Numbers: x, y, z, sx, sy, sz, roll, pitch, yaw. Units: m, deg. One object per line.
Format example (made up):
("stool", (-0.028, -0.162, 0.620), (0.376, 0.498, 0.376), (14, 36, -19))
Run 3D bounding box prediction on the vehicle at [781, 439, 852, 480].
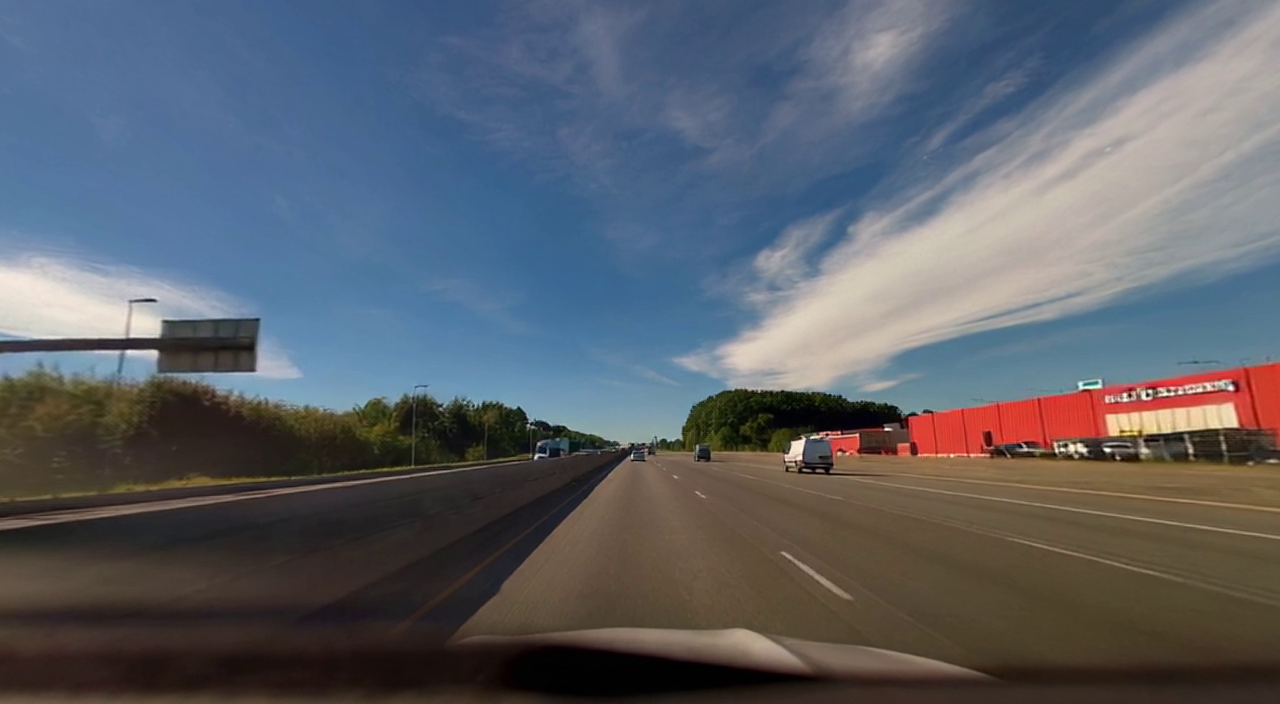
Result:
("vehicle", (8.912, 5.483, 32.272), (2.156, 1.943, 5.010), (0, -9, 0))
